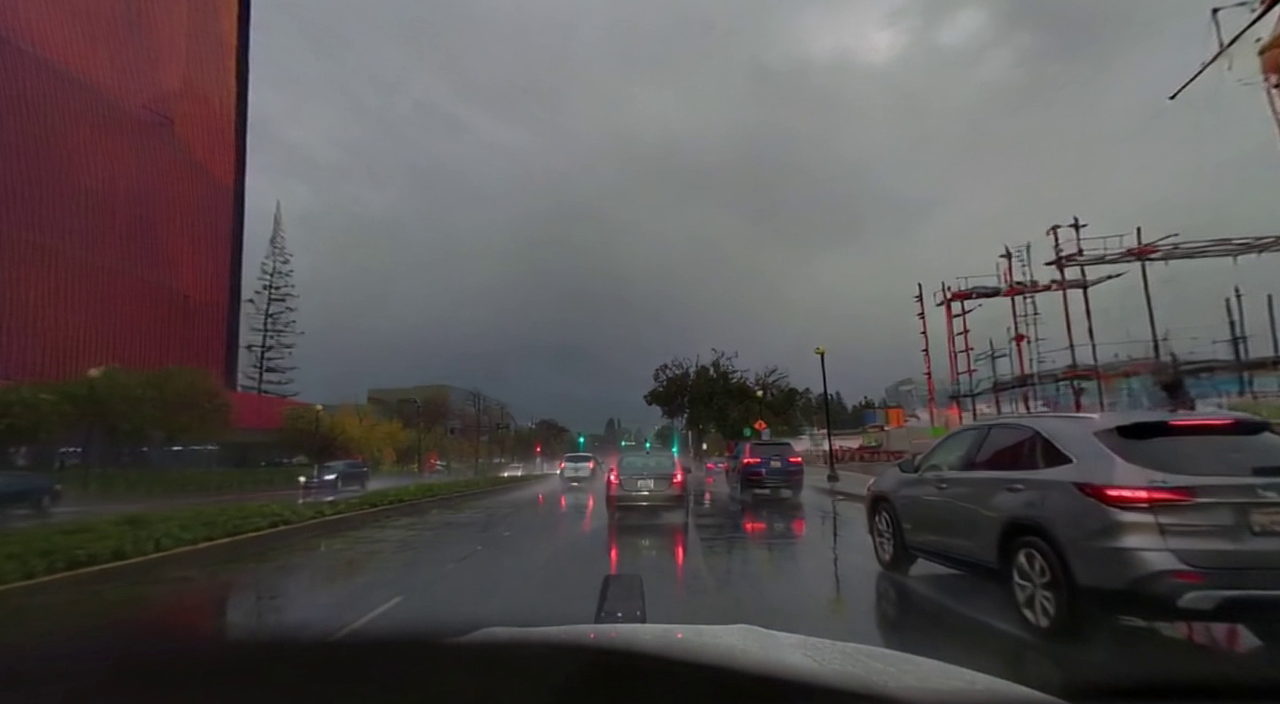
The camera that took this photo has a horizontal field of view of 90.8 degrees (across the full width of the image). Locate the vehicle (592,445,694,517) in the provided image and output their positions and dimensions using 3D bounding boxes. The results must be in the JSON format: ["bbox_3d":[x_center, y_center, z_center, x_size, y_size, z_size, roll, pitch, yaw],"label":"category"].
[{"bbox_3d":[0.116,3.021,15.404,2.131,1.496,4.193,0,-8,2],"label":"vehicle"}]

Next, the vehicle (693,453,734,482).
[{"bbox_3d":[4.467,7.072,39.006,2.115,1.636,4.104,0,-8,2],"label":"vehicle"}]

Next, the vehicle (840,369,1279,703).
[{"bbox_3d":[3.771,1.349,5.899,2.185,1.797,4.934,0,-8,0],"label":"vehicle"}]

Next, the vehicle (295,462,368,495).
[{"bbox_3d":[-18.537,7.595,38.237,2.021,1.740,4.444,0,-8,2],"label":"vehicle"}]

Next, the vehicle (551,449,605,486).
[{"bbox_3d":[-3.102,5.899,32.554,2.201,1.691,4.305,0,-8,2],"label":"vehicle"}]

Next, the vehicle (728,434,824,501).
[{"bbox_3d":[4.244,3.682,20.580,2.124,1.896,4.914,0,-8,1],"label":"vehicle"}]
